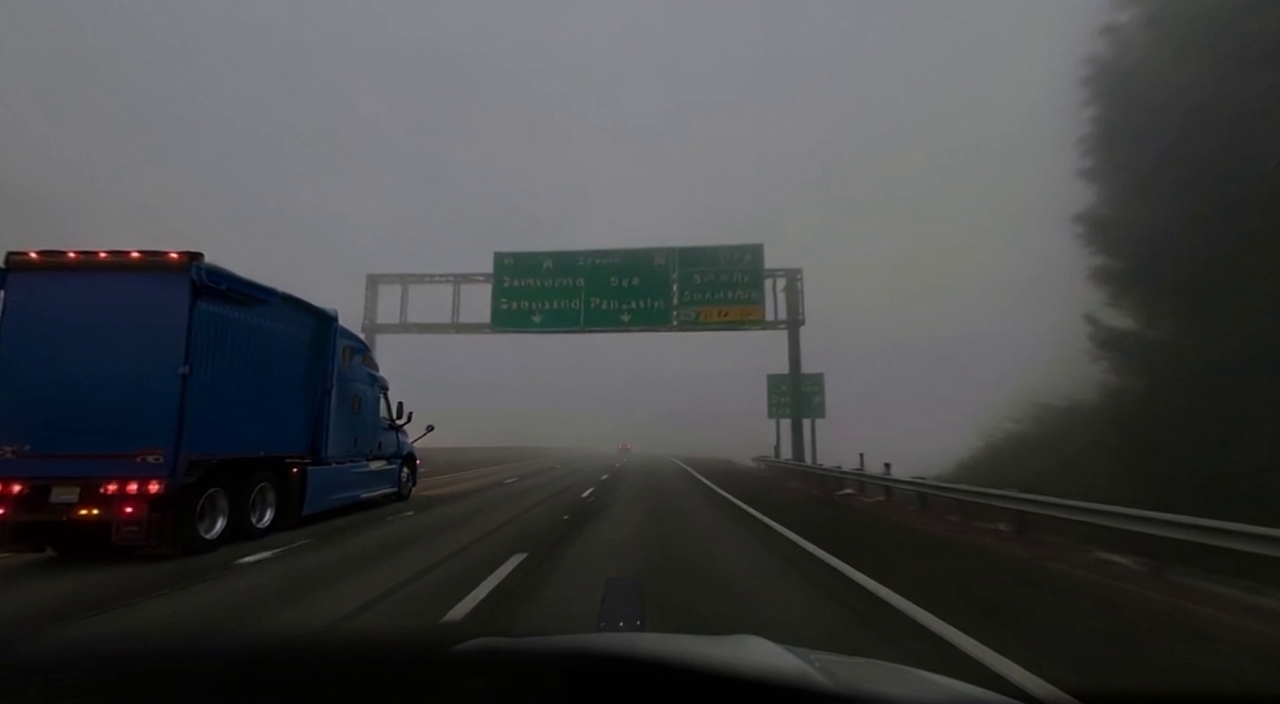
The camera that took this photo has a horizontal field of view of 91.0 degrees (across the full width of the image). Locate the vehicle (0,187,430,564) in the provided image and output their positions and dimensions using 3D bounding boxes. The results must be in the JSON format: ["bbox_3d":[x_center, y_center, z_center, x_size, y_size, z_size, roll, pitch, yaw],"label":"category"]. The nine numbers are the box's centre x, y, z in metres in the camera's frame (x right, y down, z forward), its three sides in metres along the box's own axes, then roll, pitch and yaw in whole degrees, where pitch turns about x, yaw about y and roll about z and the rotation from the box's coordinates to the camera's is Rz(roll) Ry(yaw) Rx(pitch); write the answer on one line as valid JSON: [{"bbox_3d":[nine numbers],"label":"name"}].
[{"bbox_3d":[-6.786,0.785,10.855,2.996,3.947,8.600,0,-8,2],"label":"vehicle"}]
